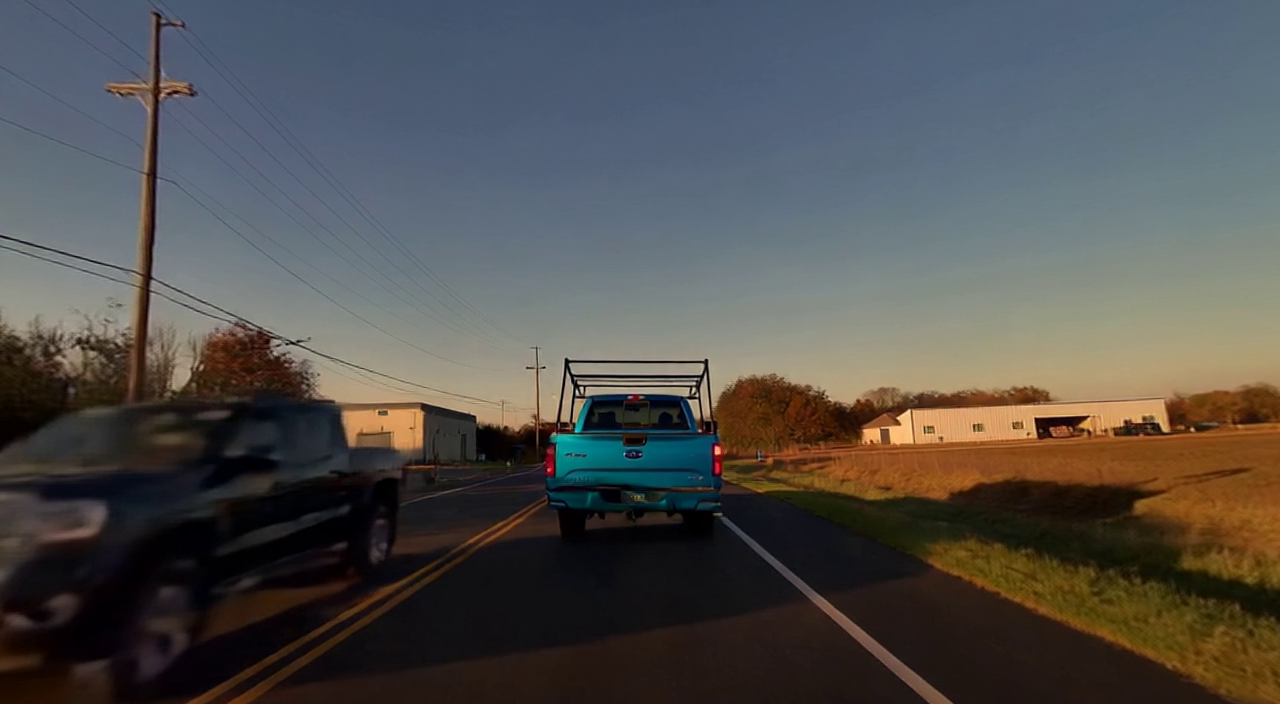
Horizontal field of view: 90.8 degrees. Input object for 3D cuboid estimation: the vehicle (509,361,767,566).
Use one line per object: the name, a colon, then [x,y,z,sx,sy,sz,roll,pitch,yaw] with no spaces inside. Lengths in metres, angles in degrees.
vehicle: [-0.098,1.795,10.905,2.912,2.320,7.292,0,-8,-1]

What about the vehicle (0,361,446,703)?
vehicle: [-3.759,1.316,5.490,2.343,1.727,5.684,0,-8,0]
